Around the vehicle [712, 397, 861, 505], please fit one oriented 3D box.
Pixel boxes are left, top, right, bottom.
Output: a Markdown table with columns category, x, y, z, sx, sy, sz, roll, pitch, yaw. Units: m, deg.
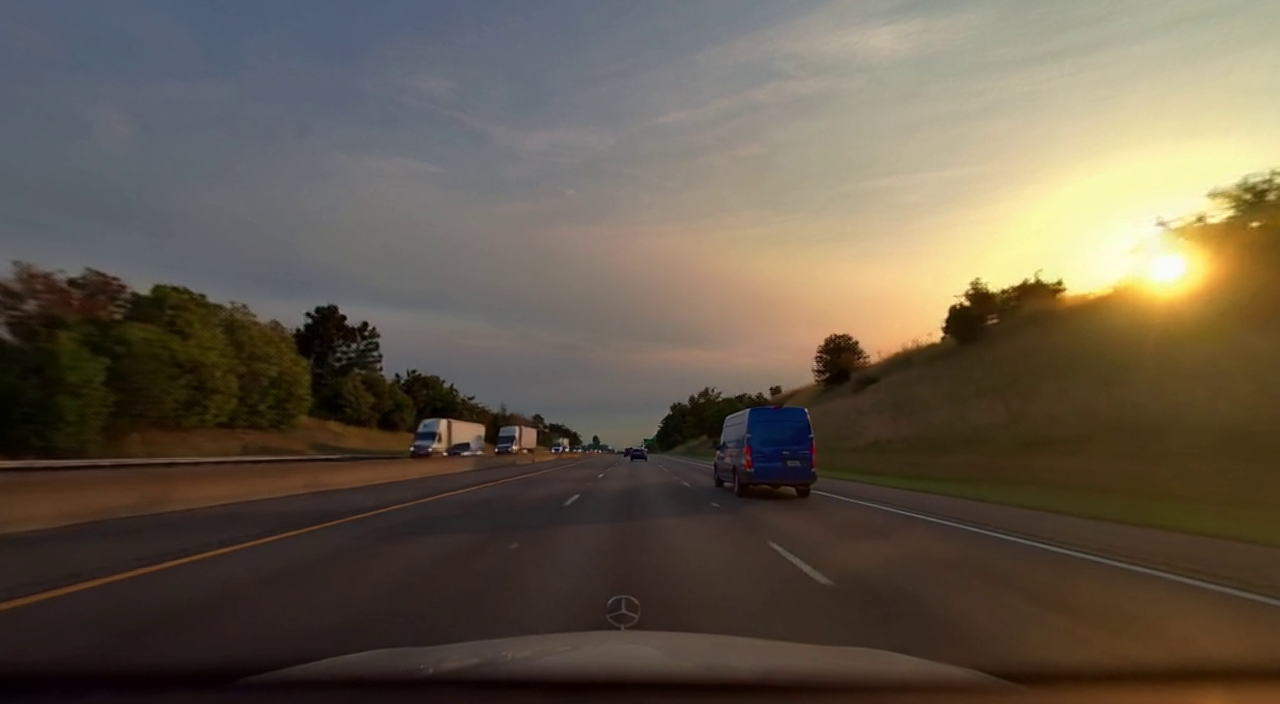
| category | x | y | z | sx | sy | sz | roll | pitch | yaw |
| --- | --- | --- | --- | --- | --- | --- | --- | --- | --- |
| vehicle | 3.844 | 2.845 | 18.286 | 2.552 | 2.524 | 6.630 | 0 | -9 | -1 |

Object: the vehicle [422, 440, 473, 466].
| category | x | y | z | sx | sy | sz | roll | pitch | yaw |
| --- | --- | --- | --- | --- | --- | --- | --- | --- | --- |
| vehicle | -12.160 | 6.418 | 40.175 | 1.838 | 1.498 | 4.378 | 0 | -9 | 1 |
